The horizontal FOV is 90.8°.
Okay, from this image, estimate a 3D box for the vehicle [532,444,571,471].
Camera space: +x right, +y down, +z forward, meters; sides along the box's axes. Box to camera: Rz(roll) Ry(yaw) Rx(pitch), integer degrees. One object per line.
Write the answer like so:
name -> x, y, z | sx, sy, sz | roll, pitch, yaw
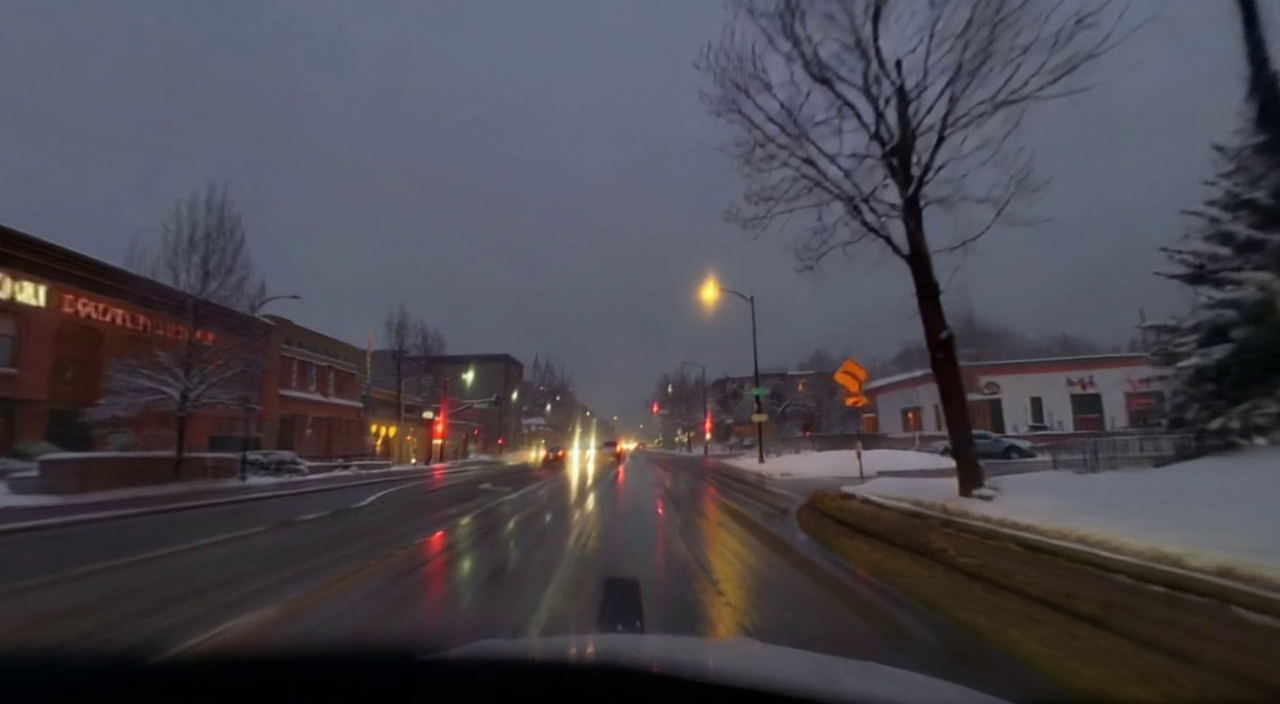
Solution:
vehicle -> -5.451, 6.526, 39.332 | 1.889, 1.572, 3.599 | 0, -8, 1
